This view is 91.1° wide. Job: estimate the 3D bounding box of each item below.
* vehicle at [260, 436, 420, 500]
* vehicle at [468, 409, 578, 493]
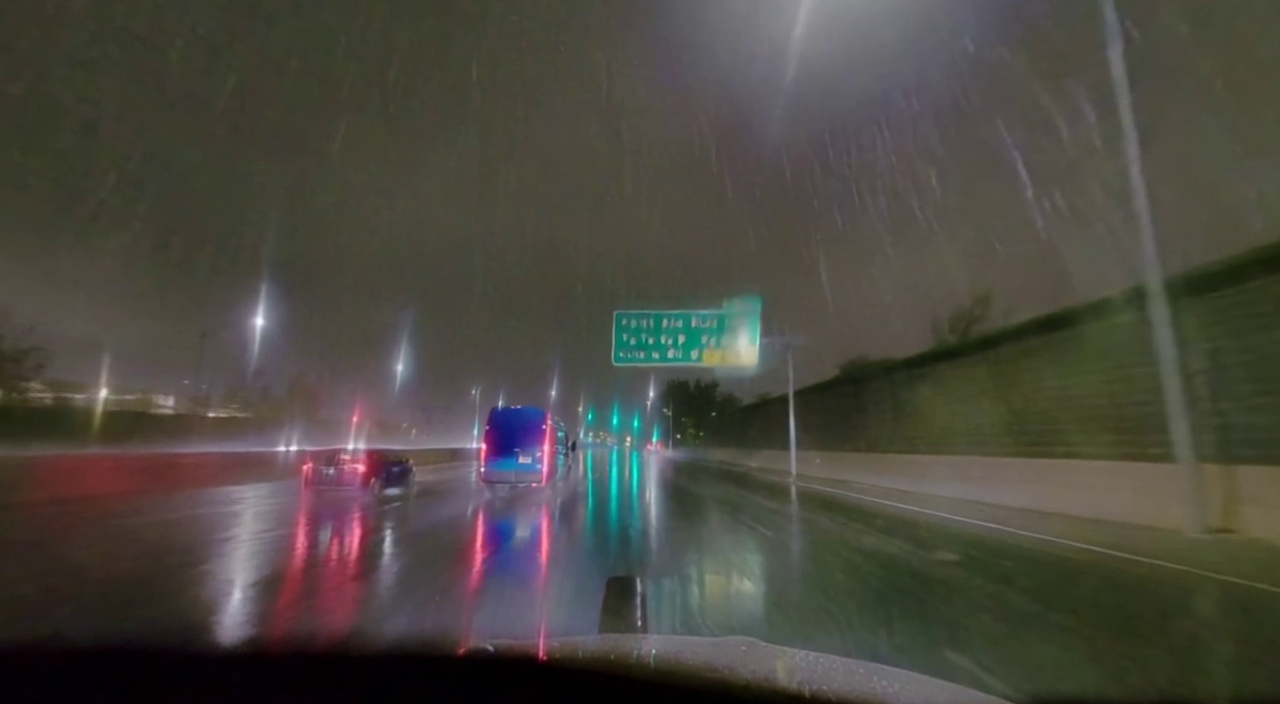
[{"bbox_3d":[-7.938,3.103,17.262,1.987,1.490,4.781,0,-8,1],"label":"vehicle"},{"bbox_3d":[-3.462,3.106,19.901,2.372,2.248,5.393,0,-8,1],"label":"vehicle"}]
